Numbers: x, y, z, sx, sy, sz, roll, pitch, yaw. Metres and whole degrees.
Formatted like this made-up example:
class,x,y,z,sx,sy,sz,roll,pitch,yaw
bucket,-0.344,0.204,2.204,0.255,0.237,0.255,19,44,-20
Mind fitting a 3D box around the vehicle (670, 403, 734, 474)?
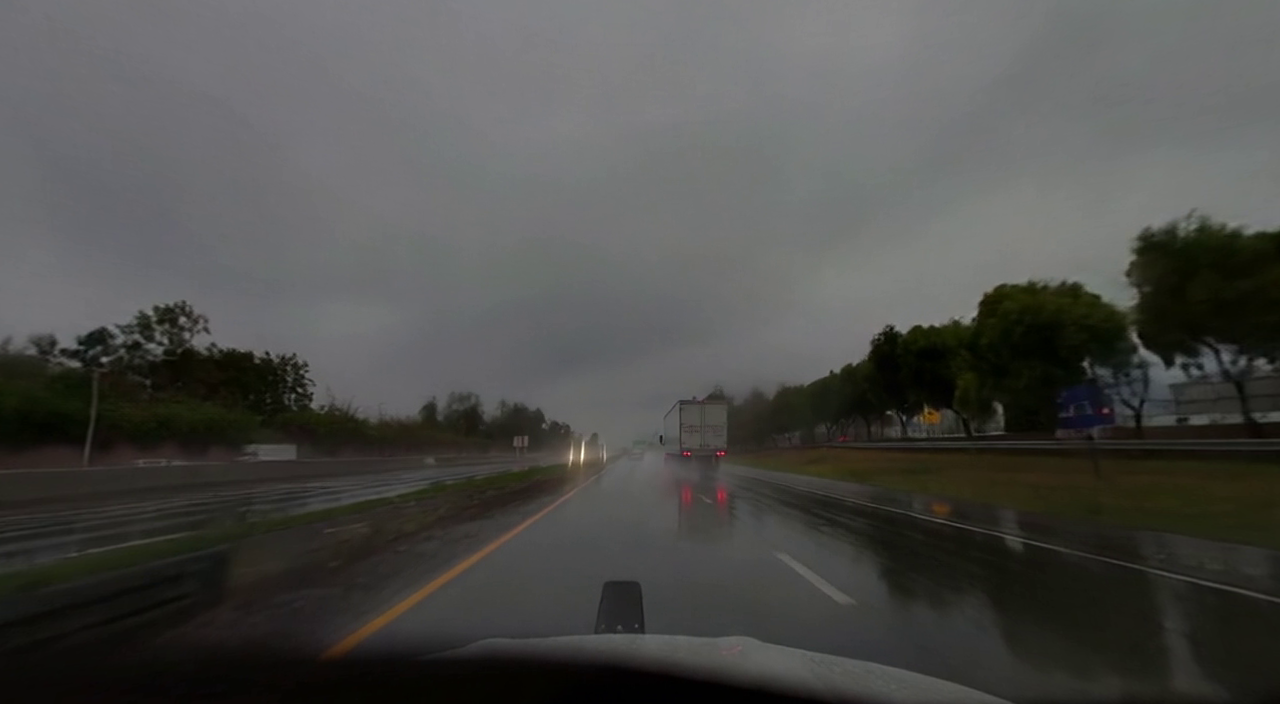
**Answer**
class,x,y,z,sx,sy,sz,roll,pitch,yaw
vehicle,3.946,6.092,43.527,3.185,4.154,12.638,0,-9,0
